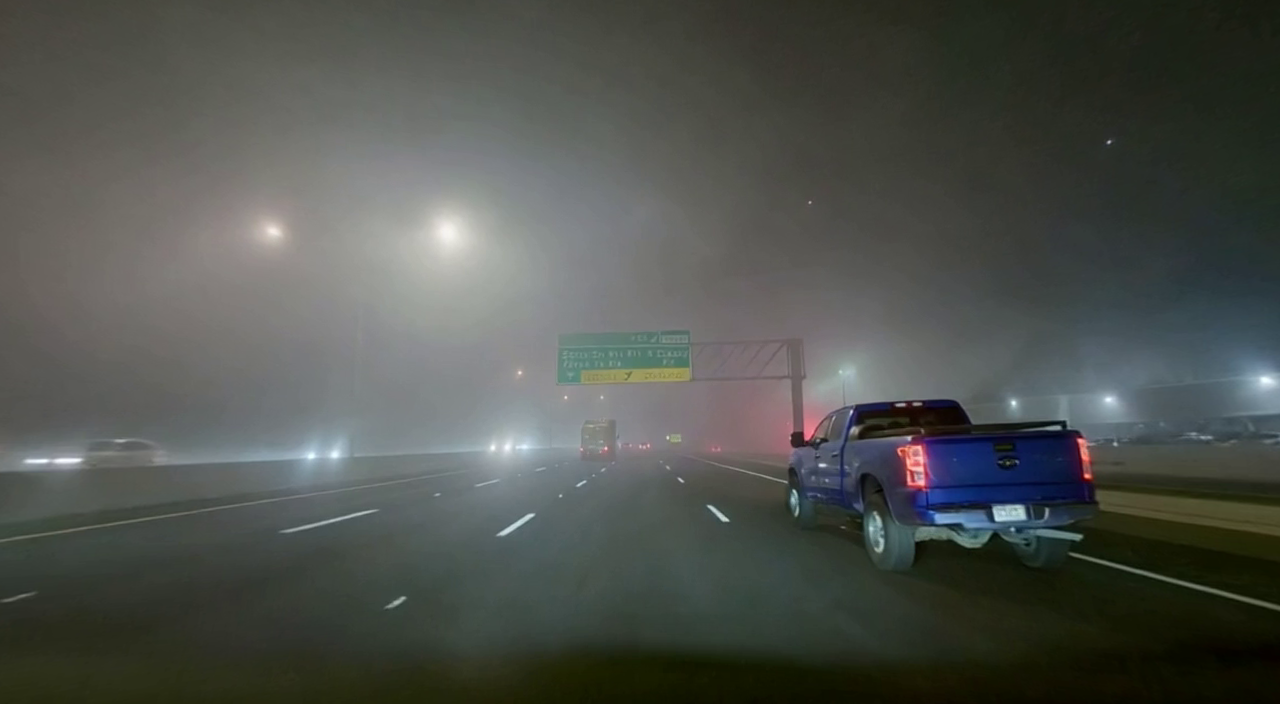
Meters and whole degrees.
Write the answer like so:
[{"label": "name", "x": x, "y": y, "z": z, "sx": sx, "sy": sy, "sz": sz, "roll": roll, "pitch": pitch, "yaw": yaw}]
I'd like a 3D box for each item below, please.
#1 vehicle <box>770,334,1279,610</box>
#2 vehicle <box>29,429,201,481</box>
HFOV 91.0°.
[{"label": "vehicle", "x": 3.588, "y": 1.356, "z": 7.875, "sx": 2.593, "sy": 2.110, "sz": 6.016, "roll": 0, "pitch": -9, "yaw": 0}, {"label": "vehicle", "x": -19.014, "y": 3.776, "z": 23.229, "sx": 1.980, "sy": 1.681, "sz": 5.015, "roll": 0, "pitch": -9, "yaw": 1}]
